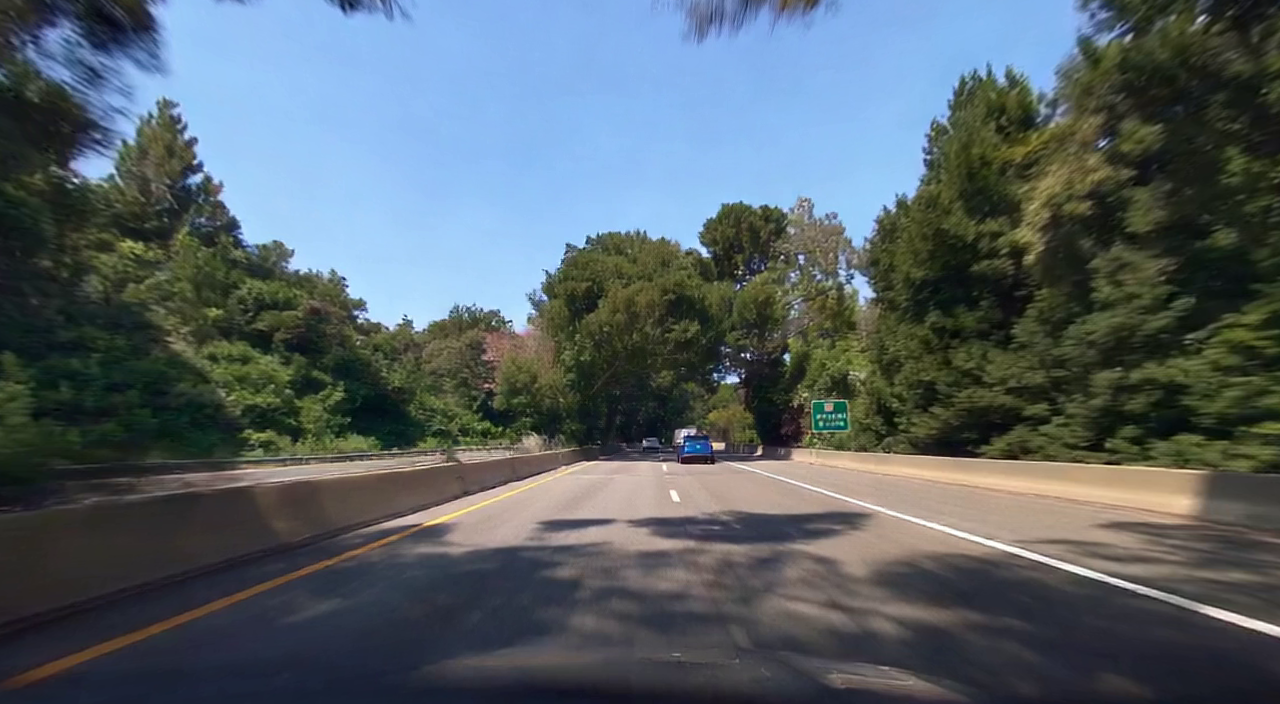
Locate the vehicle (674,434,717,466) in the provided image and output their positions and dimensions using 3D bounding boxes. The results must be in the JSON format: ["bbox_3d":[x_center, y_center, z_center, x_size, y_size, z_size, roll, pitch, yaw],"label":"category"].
[{"bbox_3d":[3.064,5.496,35.433,2.022,1.663,4.245,-1,-8,0],"label":"vehicle"}]
